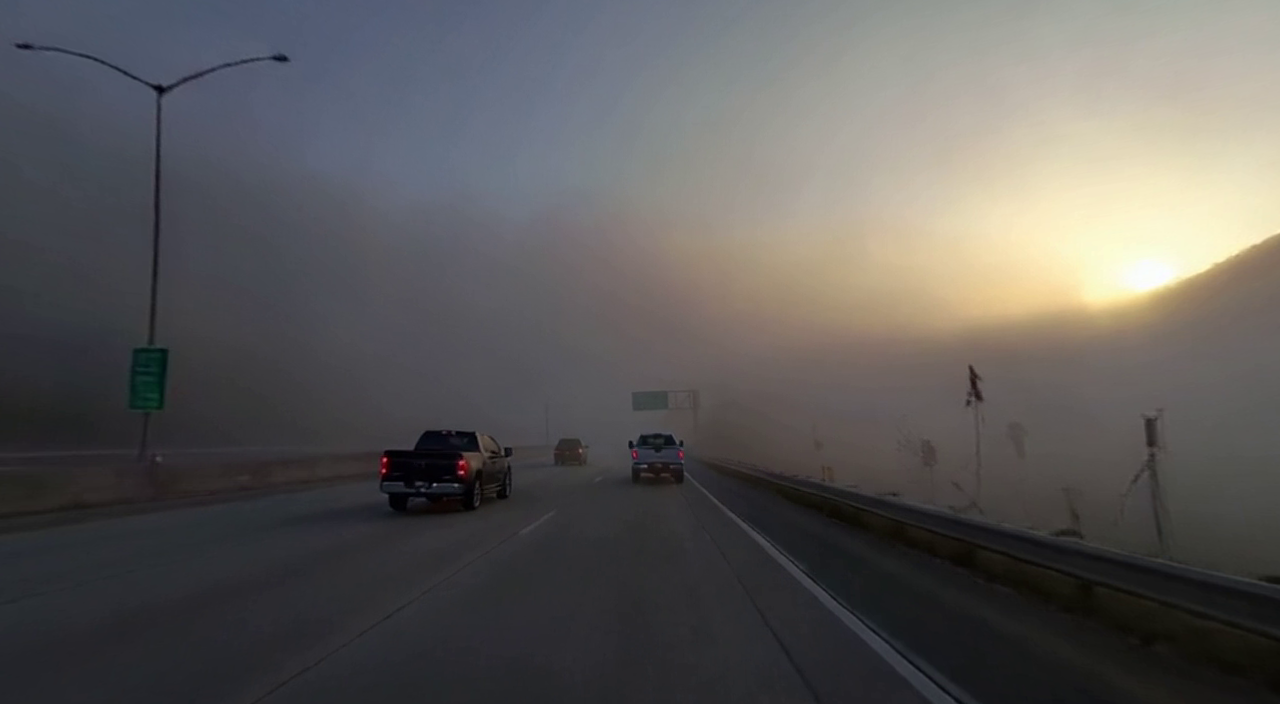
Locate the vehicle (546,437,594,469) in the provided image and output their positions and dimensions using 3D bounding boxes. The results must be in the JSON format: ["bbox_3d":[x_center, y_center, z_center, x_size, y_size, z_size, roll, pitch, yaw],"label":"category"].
[{"bbox_3d":[-3.778,5.529,34.757,2.106,1.651,4.040,-1,-8,1],"label":"vehicle"}]

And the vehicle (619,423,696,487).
[{"bbox_3d":[0.553,3.405,21.070,2.229,1.837,5.387,-1,-8,1],"label":"vehicle"}]

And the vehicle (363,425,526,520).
[{"bbox_3d":[-3.725,2.370,12.886,1.959,1.604,4.065,0,-8,1],"label":"vehicle"}]
